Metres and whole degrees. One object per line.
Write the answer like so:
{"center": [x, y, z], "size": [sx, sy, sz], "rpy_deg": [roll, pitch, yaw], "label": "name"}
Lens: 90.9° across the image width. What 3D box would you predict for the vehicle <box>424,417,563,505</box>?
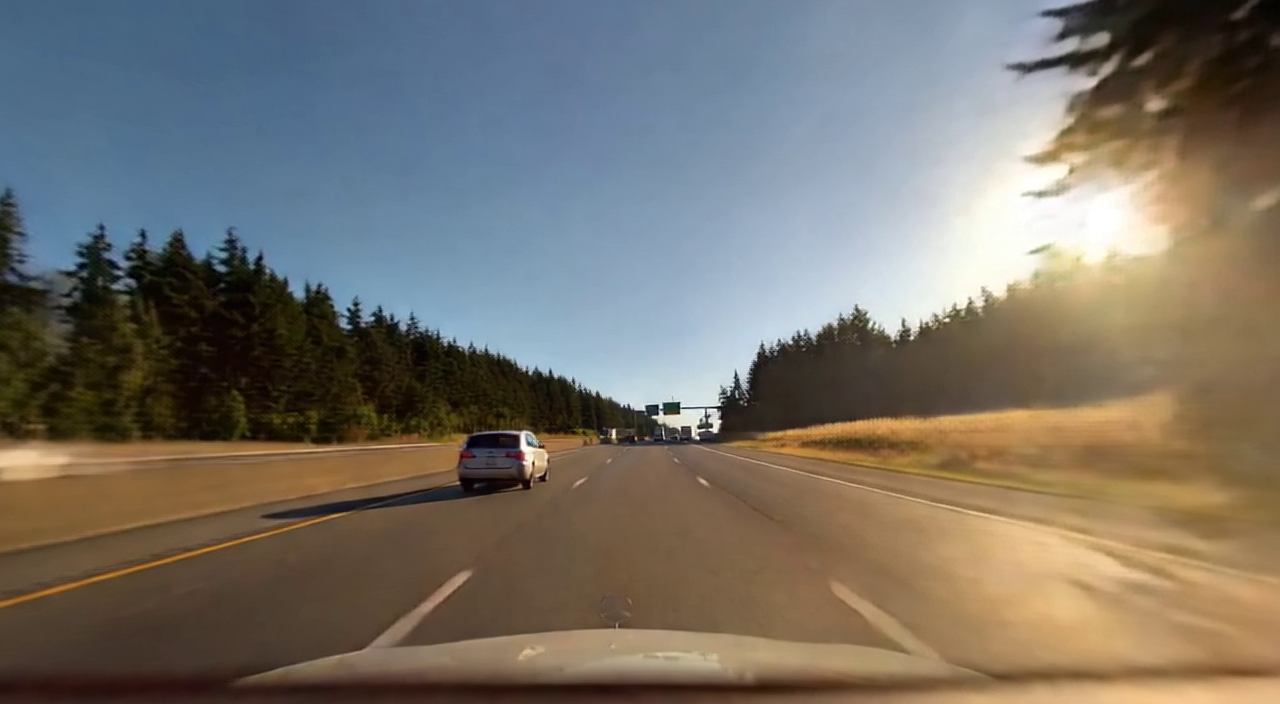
{"center": [-3.046, 2.364, 14.130], "size": [2.084, 1.654, 4.080], "rpy_deg": [0, -8, 1], "label": "vehicle"}
